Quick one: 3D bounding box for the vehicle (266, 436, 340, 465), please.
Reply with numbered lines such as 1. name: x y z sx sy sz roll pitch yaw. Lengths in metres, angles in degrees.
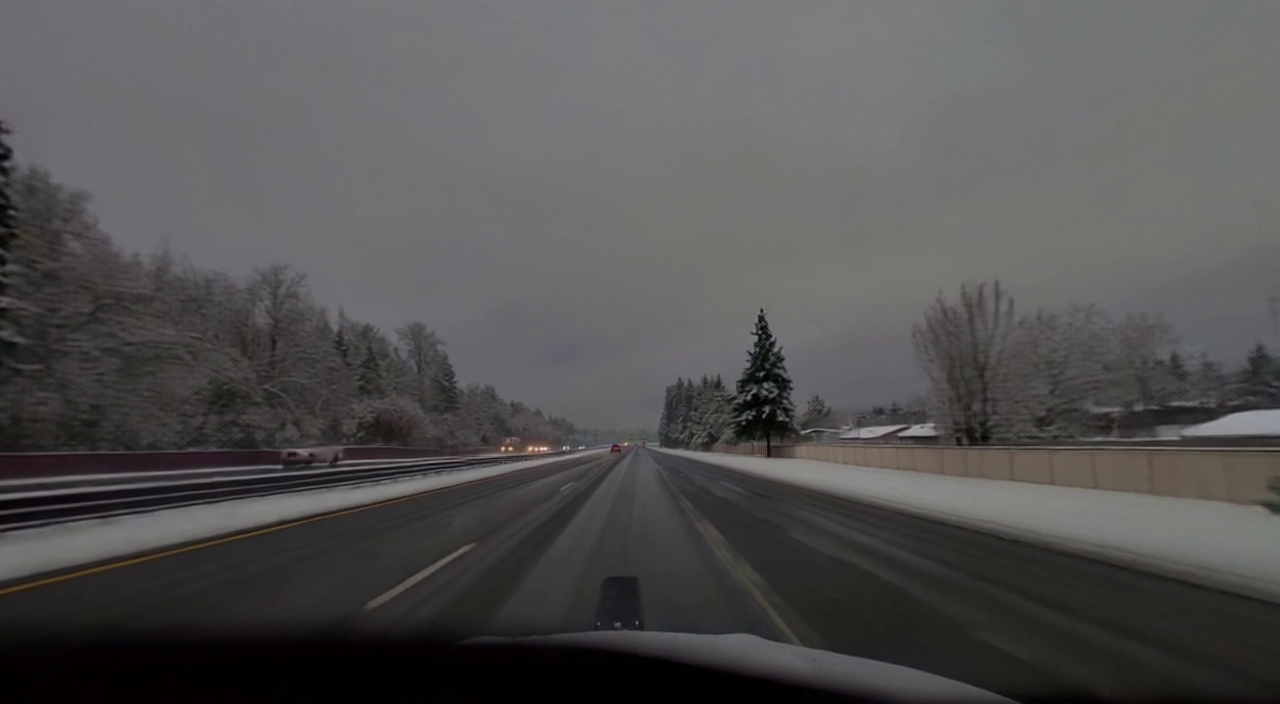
1. vehicle: -25.604 7.504 48.197 2.319 2.056 5.913 0 -8 0
